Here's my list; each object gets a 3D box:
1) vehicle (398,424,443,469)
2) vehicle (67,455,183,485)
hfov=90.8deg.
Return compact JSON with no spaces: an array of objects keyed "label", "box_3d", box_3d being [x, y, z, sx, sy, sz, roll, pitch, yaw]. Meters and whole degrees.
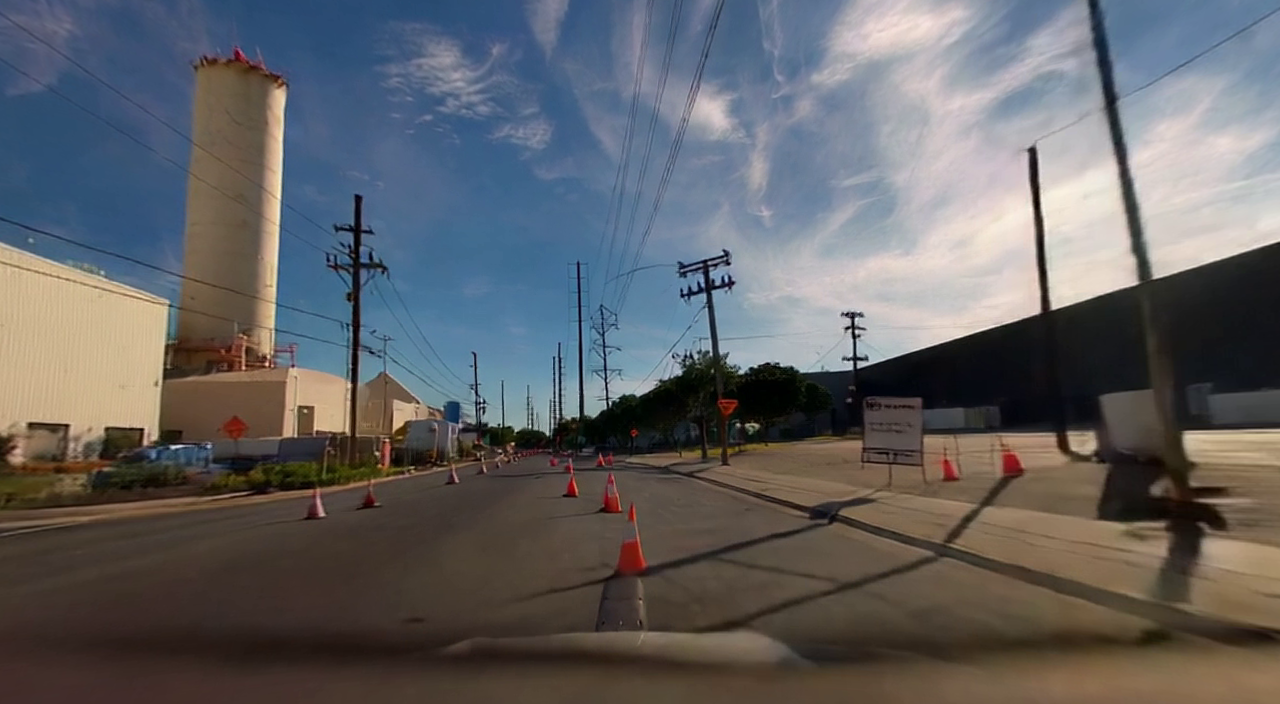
[{"label":"vehicle","box_3d":[-16.986,7.306,48.877,2.905,3.133,7.675,3,-9,-19]},{"label":"vehicle","box_3d":[-26.452,6.075,32.586,4.184,1.411,1.855,1,-9,-5]}]
